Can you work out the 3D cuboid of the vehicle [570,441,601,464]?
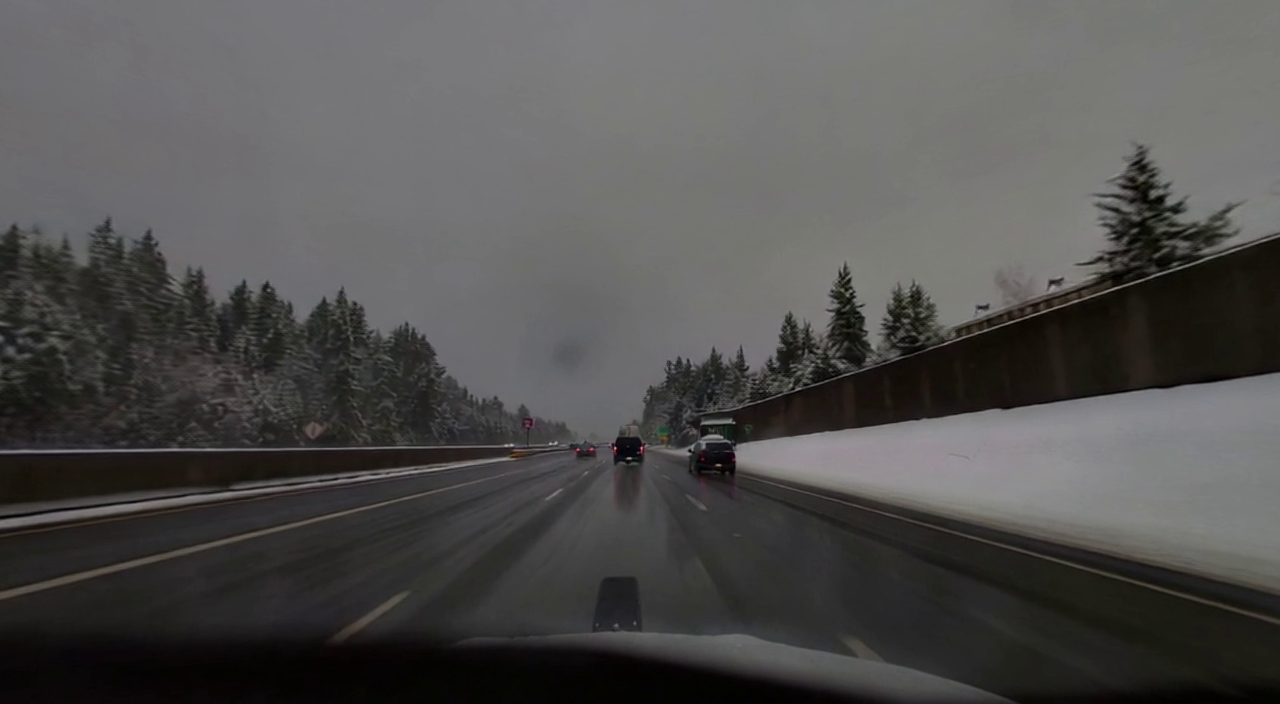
[{"bbox_3d":[-4.129,7.716,48.657,2.023,1.709,4.263,0,-8,0],"label":"vehicle"}]

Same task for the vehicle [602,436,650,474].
[{"bbox_3d":[-0.691,5.255,32.387,2.297,1.783,4.355,0,-8,0],"label":"vehicle"}]

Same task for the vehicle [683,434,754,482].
[{"bbox_3d":[3.064,4.232,25.561,2.160,1.759,4.214,0,-8,-3],"label":"vehicle"}]
